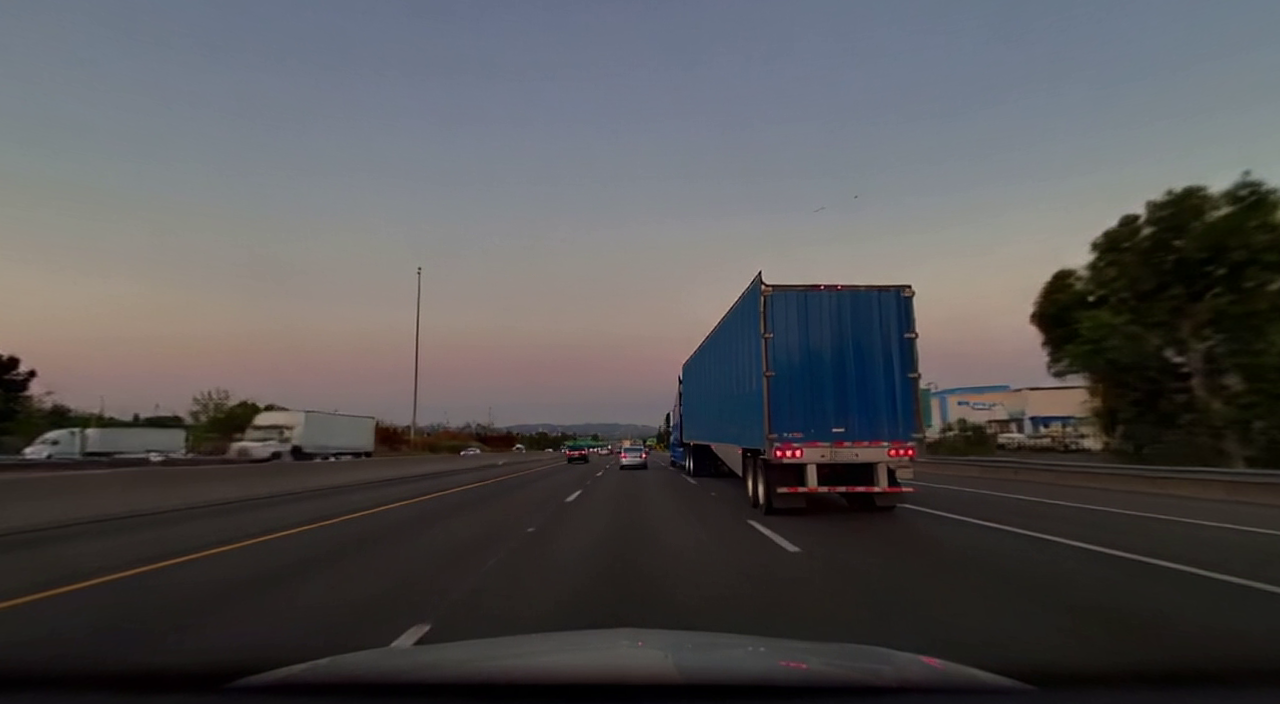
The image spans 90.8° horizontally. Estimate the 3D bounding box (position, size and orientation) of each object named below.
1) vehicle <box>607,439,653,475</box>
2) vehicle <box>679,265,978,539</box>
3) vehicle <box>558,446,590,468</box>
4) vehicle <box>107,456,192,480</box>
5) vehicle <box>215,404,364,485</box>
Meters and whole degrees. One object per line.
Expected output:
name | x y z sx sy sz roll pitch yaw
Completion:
vehicle | -0.501 5.351 32.302 2.191 1.685 4.015 0 -9 -1
vehicle | 3.266 1.902 17.444 2.996 4.123 15.965 0 -9 -1
vehicle | -4.783 7.688 46.394 1.995 1.491 4.317 0 -9 -1
vehicle | -32.606 7.682 42.140 2.095 1.431 3.882 -2 -9 14
vehicle | -16.905 4.605 31.318 2.825 3.463 7.924 0 -9 -1
